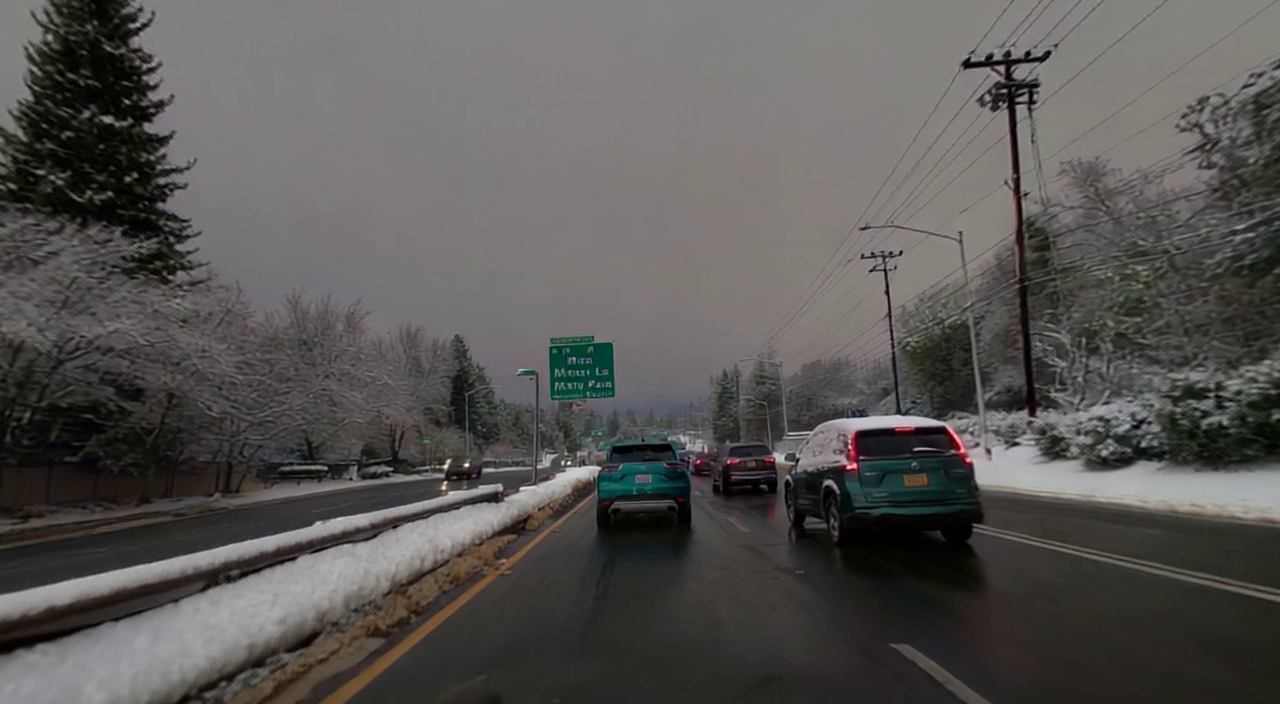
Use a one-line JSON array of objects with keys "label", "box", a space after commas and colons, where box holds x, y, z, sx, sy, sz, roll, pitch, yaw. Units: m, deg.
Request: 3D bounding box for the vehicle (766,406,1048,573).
[{"label": "vehicle", "box": [3.401, 1.860, 9.326, 2.097, 1.818, 4.625, 0, -9, 0]}]

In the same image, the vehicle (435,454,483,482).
[{"label": "vehicle", "box": [-13.273, 8.516, 46.669, 2.107, 1.931, 5.015, 0, -9, -1]}]

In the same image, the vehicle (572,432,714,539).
[{"label": "vehicle", "box": [0.026, 2.402, 12.006, 2.199, 1.641, 4.232, 0, -9, -1]}]

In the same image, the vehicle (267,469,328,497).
[{"label": "vehicle", "box": [-22.585, 8.630, 41.808, 1.847, 1.554, 3.926, 0, -9, 0]}]
